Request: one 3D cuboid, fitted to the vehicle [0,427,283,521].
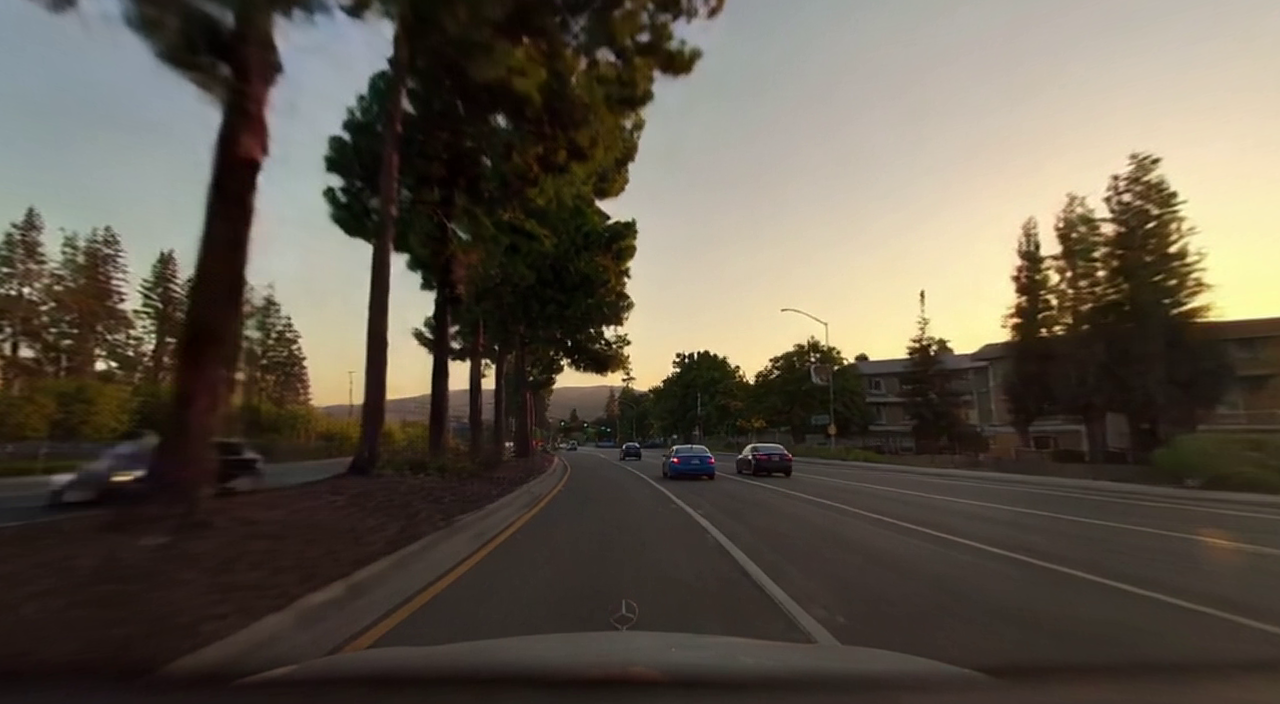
[{"bbox_3d":[-9.472,2.287,12.431,2.149,1.477,4.783,0,-8,-2],"label":"vehicle"}]

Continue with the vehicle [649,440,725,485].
[{"bbox_3d":[1.597,3.952,22.884,2.077,1.464,4.134,1,-8,-5],"label":"vehicle"}]

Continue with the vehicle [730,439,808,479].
[{"bbox_3d":[5.130,4.299,25.660,1.901,1.474,4.363,1,-8,-5],"label":"vehicle"}]
